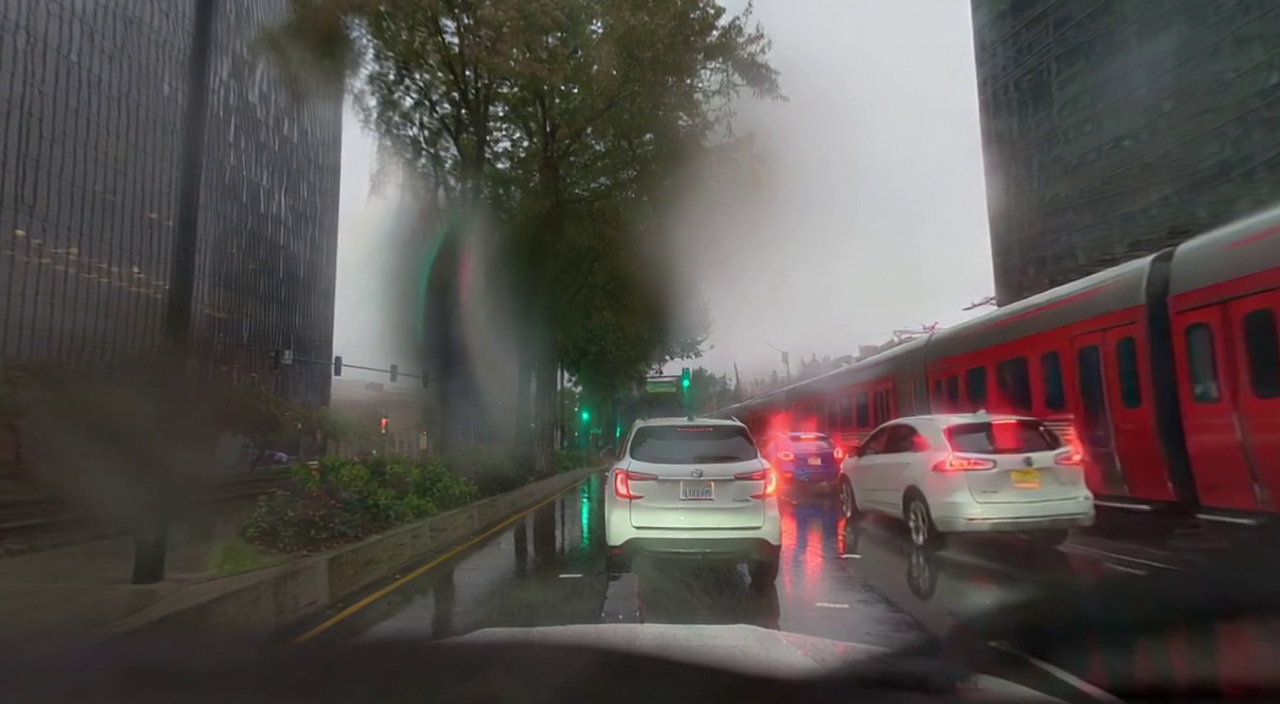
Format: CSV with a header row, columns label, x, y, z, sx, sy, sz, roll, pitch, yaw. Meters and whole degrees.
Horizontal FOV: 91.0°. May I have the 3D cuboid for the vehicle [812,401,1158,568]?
label,x,y,z,sx,sy,sz,roll,pitch,yaw
vehicle,4.366,1.783,9.269,2.165,1.760,5.064,0,-9,-1

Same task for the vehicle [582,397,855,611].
label,x,y,z,sx,sy,sz,roll,pitch,yaw
vehicle,0.515,1.518,7.144,2.190,1.684,4.084,0,-9,-3
